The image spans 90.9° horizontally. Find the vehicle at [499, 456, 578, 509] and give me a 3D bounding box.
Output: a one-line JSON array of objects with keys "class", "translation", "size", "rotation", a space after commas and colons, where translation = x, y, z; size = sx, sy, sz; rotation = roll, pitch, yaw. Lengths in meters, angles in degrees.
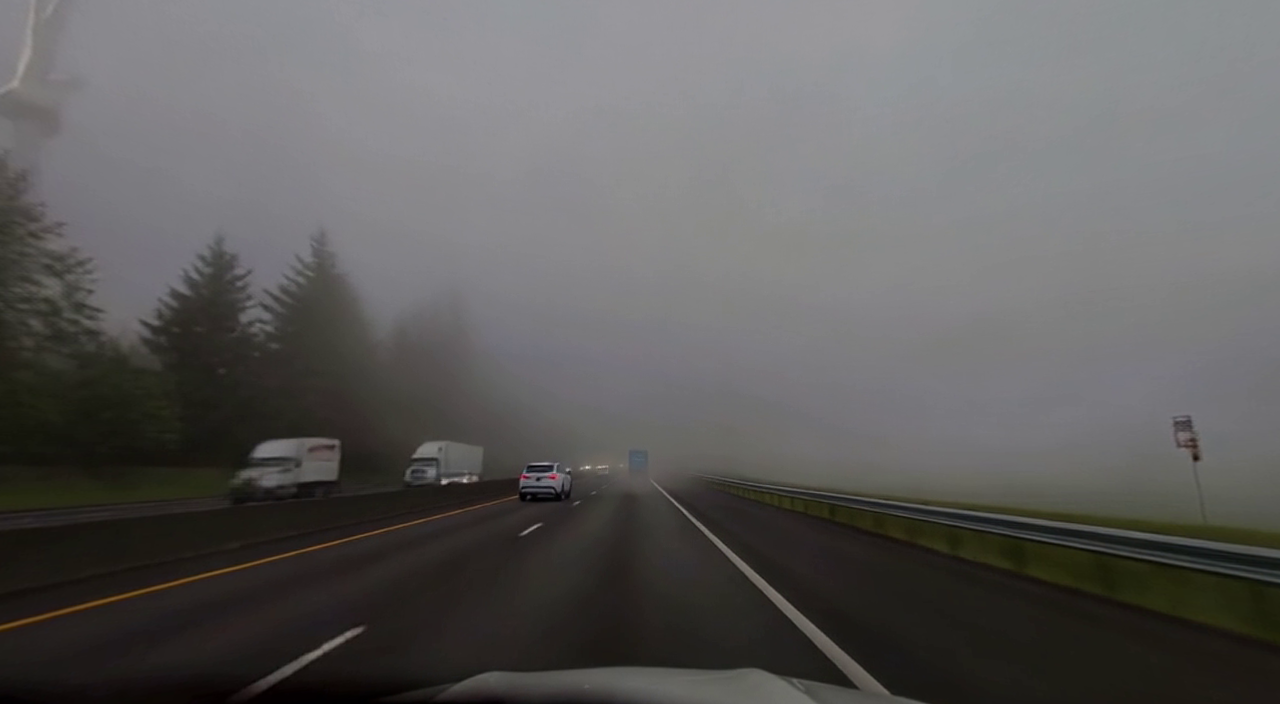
[{"class": "vehicle", "translation": [-3.574, 4.723, 23.081], "size": [2.124, 1.705, 4.440], "rotation": [1, -11, 0]}]

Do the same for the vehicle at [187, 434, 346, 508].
[{"class": "vehicle", "translation": [-16.379, 5.349, 28.423], "size": [2.486, 2.808, 7.416], "rotation": [1, -11, 1]}]

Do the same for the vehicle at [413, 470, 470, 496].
[{"class": "vehicle", "translation": [-11.868, 7.848, 37.972], "size": [1.929, 1.466, 4.564], "rotation": [1, -11, 0]}]
